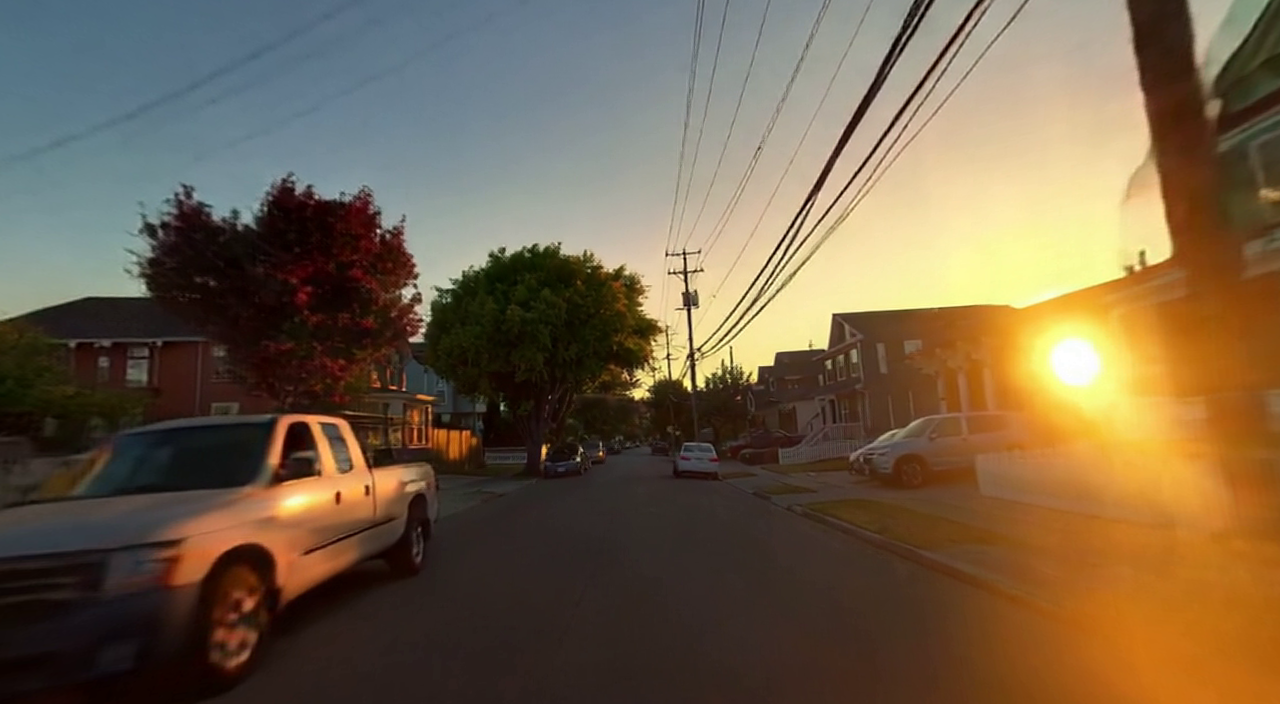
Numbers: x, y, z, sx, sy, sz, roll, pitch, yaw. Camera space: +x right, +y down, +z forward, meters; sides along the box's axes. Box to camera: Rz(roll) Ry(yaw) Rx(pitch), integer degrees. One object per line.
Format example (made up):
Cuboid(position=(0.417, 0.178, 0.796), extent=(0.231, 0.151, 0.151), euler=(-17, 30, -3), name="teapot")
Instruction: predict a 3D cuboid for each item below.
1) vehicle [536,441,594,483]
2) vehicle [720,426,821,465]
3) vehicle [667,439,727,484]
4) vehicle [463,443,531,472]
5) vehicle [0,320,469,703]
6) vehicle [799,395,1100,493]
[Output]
Cuboid(position=(-3.860, 5.722, 33.406), extent=(2.204, 1.655, 4.813), euler=(-9, -7, 0), name="vehicle")
Cuboid(position=(7.427, 5.333, 36.297), extent=(5.274, 2.170, 2.205), euler=(0, -7, -2), name="vehicle")
Cuboid(position=(2.302, 4.532, 26.647), extent=(2.043, 1.631, 4.613), euler=(-1, -7, -1), name="vehicle")
Cuboid(position=(-9.749, 7.209, 43.223), extent=(4.088, 1.779, 2.109), euler=(0, -5, 3), name="vehicle")
Cuboid(position=(-3.610, 1.296, 5.813), extent=(2.399, 2.085, 5.589), euler=(-3, -7, 1), name="vehicle")
Cuboid(position=(7.026, 2.125, 14.925), extent=(5.974, 2.066, 2.152), euler=(1, -6, 0), name="vehicle")
